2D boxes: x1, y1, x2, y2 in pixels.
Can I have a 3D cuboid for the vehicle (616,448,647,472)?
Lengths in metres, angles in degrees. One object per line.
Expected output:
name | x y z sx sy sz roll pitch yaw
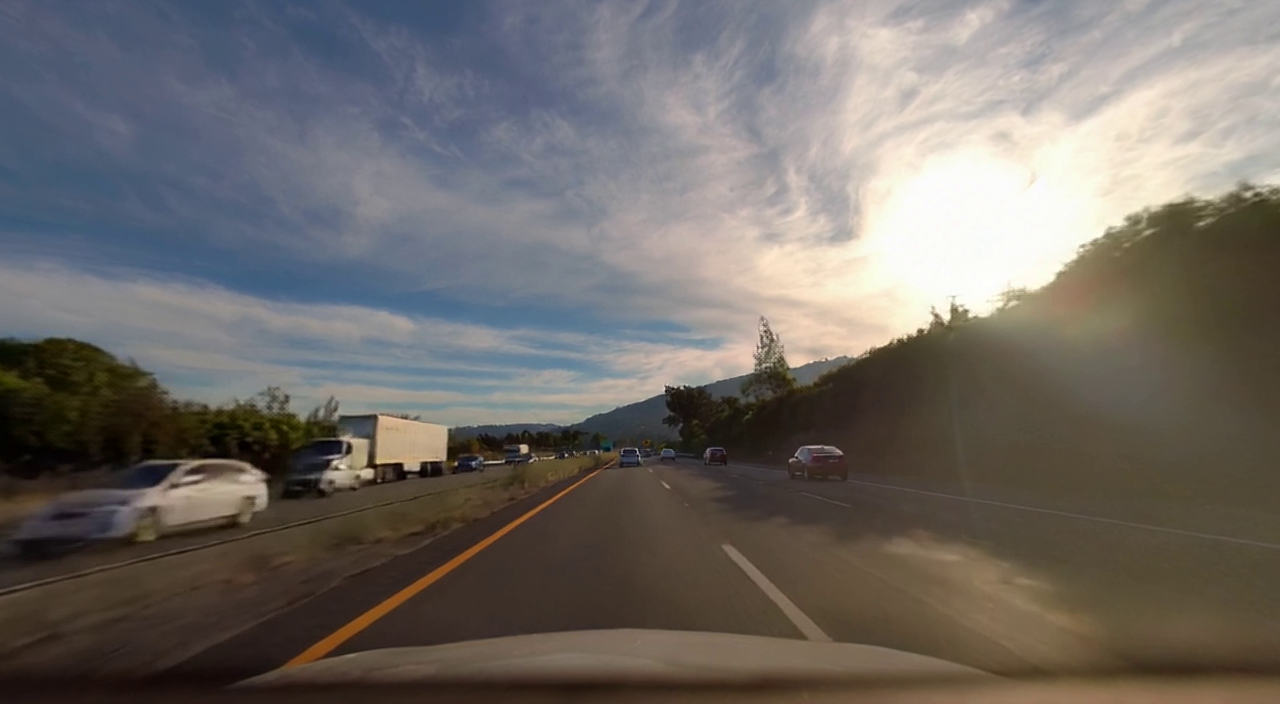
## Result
vehicle | -0.574 7.336 43.061 2.021 1.507 4.272 0 -9 0

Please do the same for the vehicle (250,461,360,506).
vehicle | -12.930 5.071 24.740 1.841 1.485 4.485 0 -9 0

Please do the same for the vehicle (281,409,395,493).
vehicle | -16.862 5.623 35.867 3.339 4.325 5.934 0 -9 0

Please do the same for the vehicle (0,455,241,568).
vehicle | -9.009 2.551 10.766 1.857 1.511 3.838 0 -9 0

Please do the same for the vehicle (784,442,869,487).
vehicle | 6.938 4.218 23.924 1.903 1.566 3.866 0 -9 -2

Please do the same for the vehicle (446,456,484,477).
vehicle | -13.632 8.940 49.351 1.807 1.535 4.105 0 -9 0
